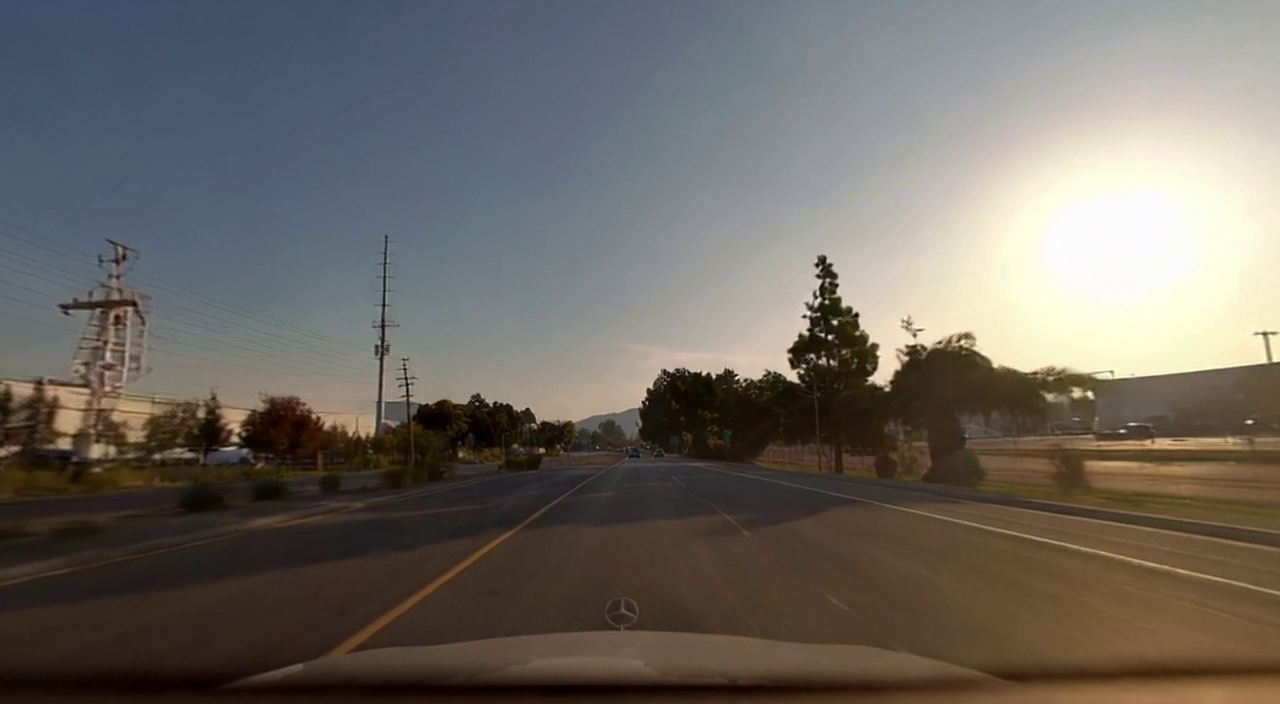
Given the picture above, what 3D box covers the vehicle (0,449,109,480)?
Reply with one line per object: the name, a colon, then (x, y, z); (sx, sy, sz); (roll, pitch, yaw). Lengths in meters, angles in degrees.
vehicle: (-45.169, 8.493, 47.966); (6.764, 2.228, 2.967); (1, -9, -3)
